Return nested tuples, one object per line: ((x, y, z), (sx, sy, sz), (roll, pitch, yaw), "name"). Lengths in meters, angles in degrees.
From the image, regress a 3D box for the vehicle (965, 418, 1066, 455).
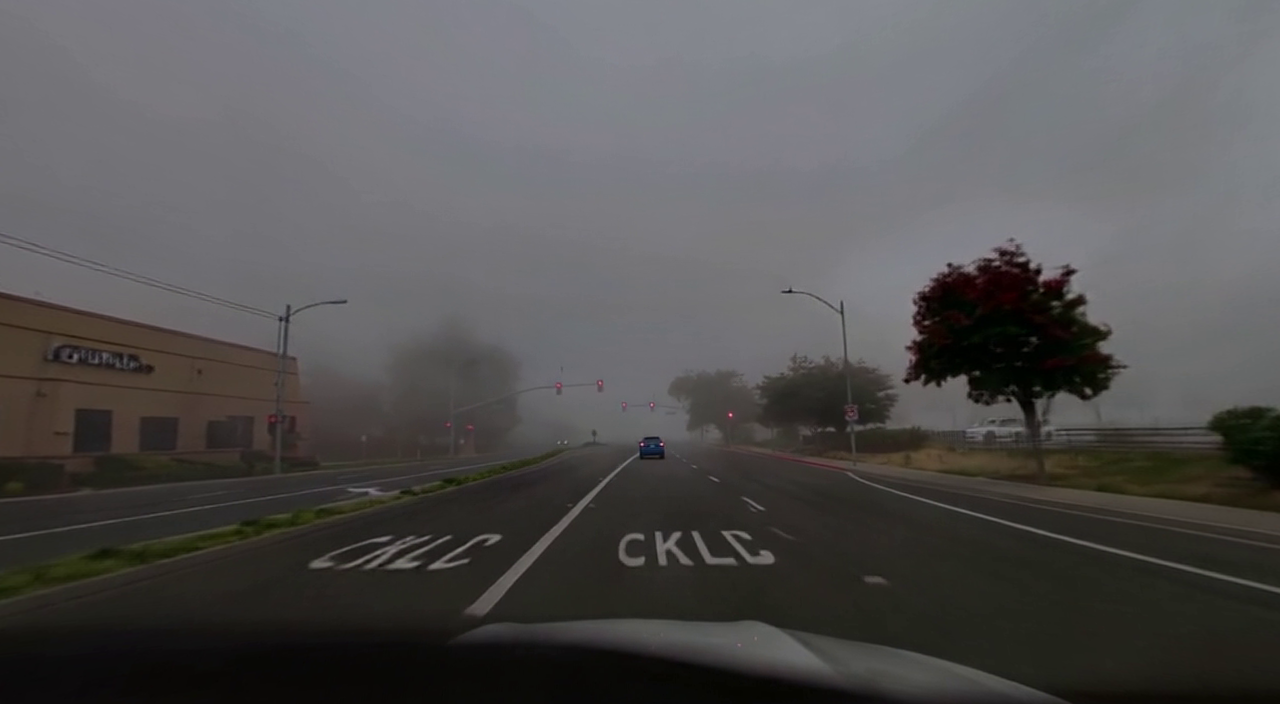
((23.833, 5.445, 40.481), (2.647, 2.185, 6.556), (-1, -8, 2), "vehicle")

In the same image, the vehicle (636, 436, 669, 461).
((0.743, 6.200, 40.533), (2.028, 1.478, 4.545), (0, -8, 0), "vehicle")
